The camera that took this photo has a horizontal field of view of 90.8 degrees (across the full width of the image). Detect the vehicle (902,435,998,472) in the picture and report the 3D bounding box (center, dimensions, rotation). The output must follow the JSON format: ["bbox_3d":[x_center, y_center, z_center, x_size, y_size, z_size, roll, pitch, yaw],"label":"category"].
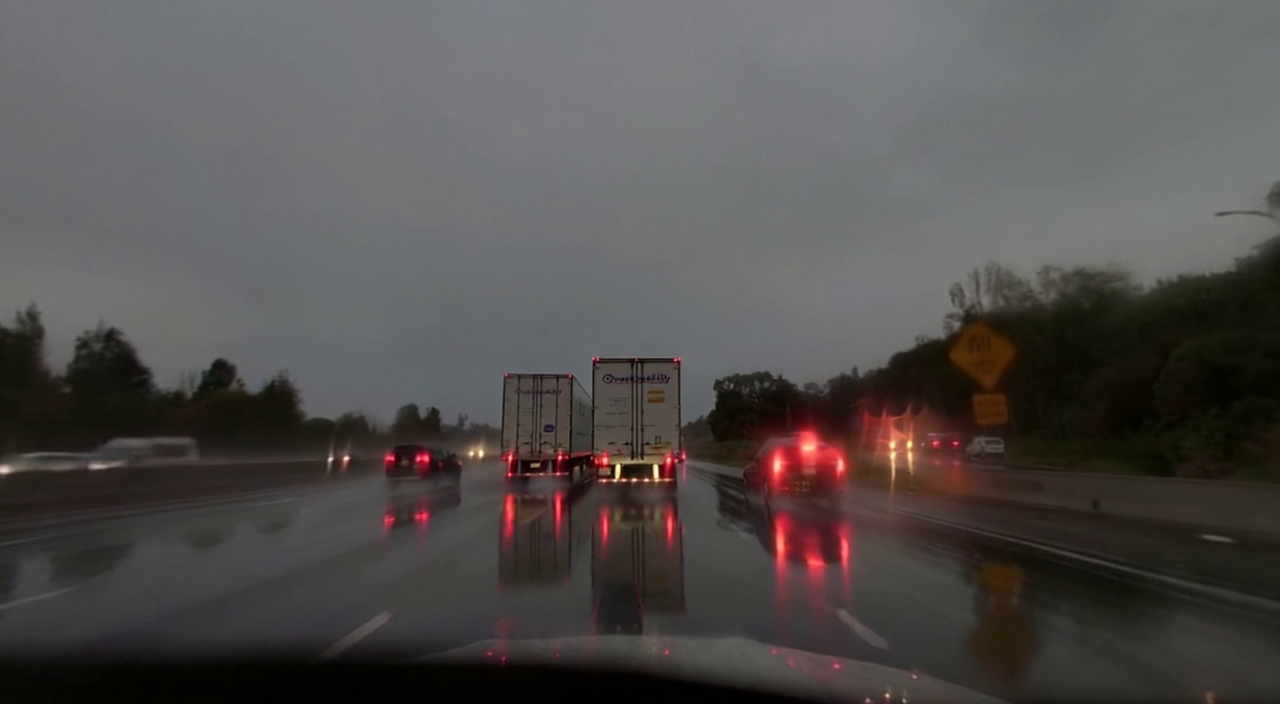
[{"bbox_3d":[16.638,5.490,34.343,2.128,1.783,5.718,0,-9,-2],"label":"vehicle"}]

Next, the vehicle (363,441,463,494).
[{"bbox_3d":[-8.043,4.109,22.884,2.017,1.694,4.420,0,-9,-1],"label":"vehicle"}]

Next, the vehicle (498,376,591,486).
[{"bbox_3d":[-4.031,3.801,29.512,2.888,4.154,10.960,0,-9,-2],"label":"vehicle"}]

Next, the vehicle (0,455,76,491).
[{"bbox_3d":[-28.079,5.419,28.543,1.719,1.444,3.739,0,-9,-1],"label":"vehicle"}]

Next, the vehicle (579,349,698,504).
[{"bbox_3d":[-0.124,2.556,20.547,2.910,3.828,9.805,0,-9,-1],"label":"vehicle"}]

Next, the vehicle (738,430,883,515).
[{"bbox_3d":[3.929,2.868,15.589,2.136,1.753,4.644,0,-9,-2],"label":"vehicle"}]
